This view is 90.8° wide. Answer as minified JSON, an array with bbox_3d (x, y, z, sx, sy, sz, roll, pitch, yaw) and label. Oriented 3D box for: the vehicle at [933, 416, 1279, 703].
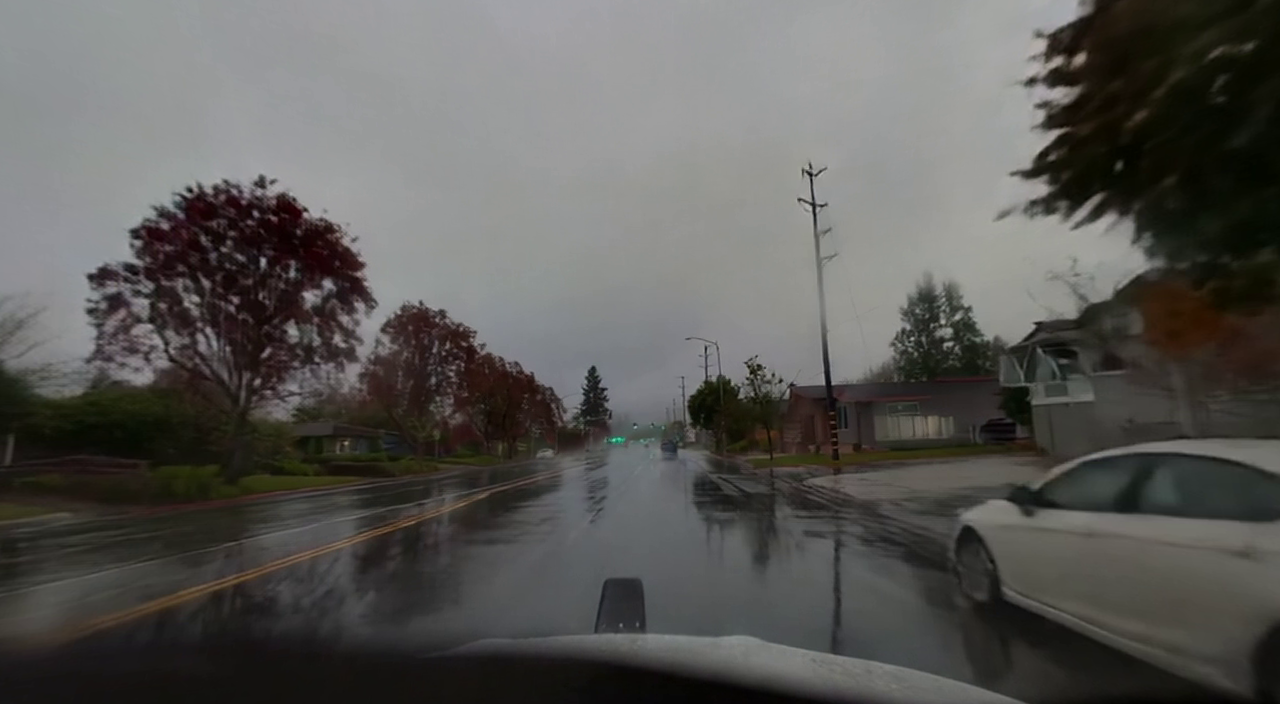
[{"bbox_3d":[3.618,1.098,3.285,1.993,1.457,4.599,0,-8,0],"label":"vehicle"}]
